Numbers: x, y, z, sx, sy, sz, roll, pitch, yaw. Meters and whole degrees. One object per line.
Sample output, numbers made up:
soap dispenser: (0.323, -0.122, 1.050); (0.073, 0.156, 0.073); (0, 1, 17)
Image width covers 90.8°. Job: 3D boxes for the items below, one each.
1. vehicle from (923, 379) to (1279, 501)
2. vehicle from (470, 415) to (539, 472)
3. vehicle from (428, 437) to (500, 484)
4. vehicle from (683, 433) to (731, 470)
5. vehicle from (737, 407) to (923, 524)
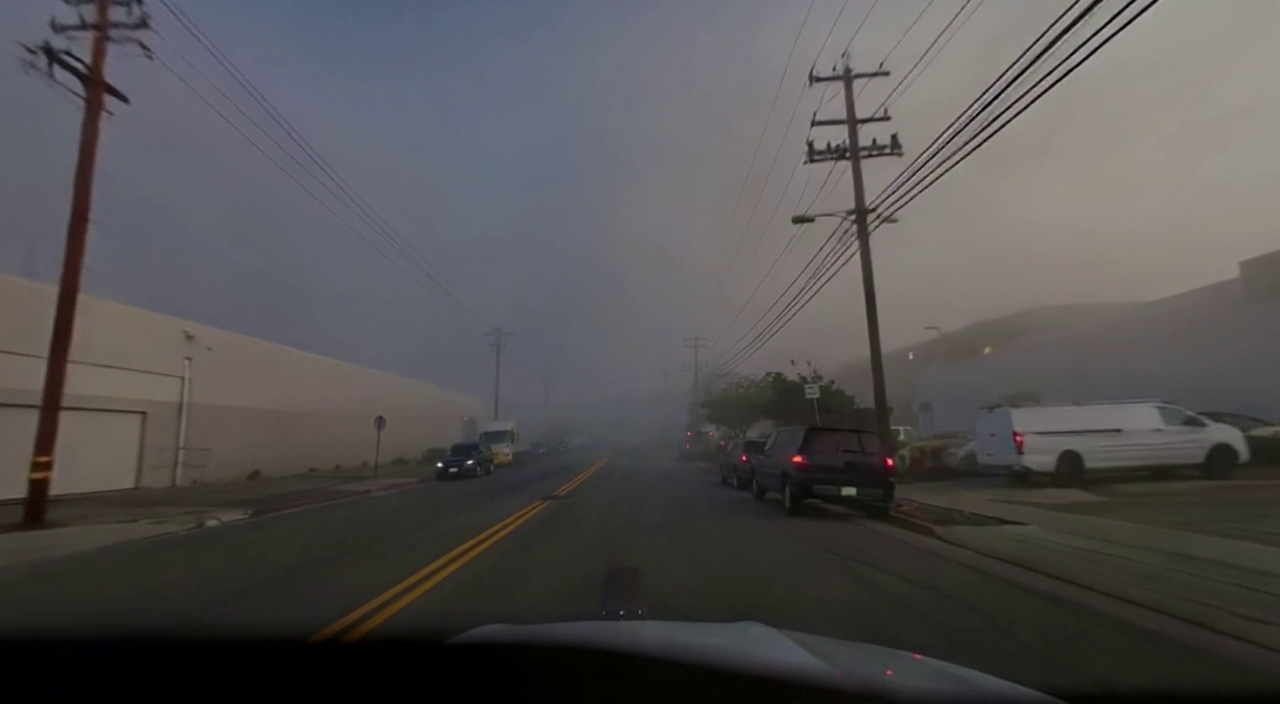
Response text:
vehicle: (10.925, 2.015, 14.754); (7.236, 2.219, 2.674); (-3, -8, -1)
vehicle: (-8.242, 5.698, 39.395); (2.832, 3.101, 7.143); (-1, -8, -1)
vehicle: (-7.918, 4.934, 28.876); (2.123, 1.802, 4.486); (-4, -9, -2)
vehicle: (3.595, 5.444, 34.644); (2.026, 1.857, 4.699); (1, -8, -1)
vehicle: (3.698, 2.375, 13.822); (2.333, 1.967, 6.008); (0, -8, 1)
